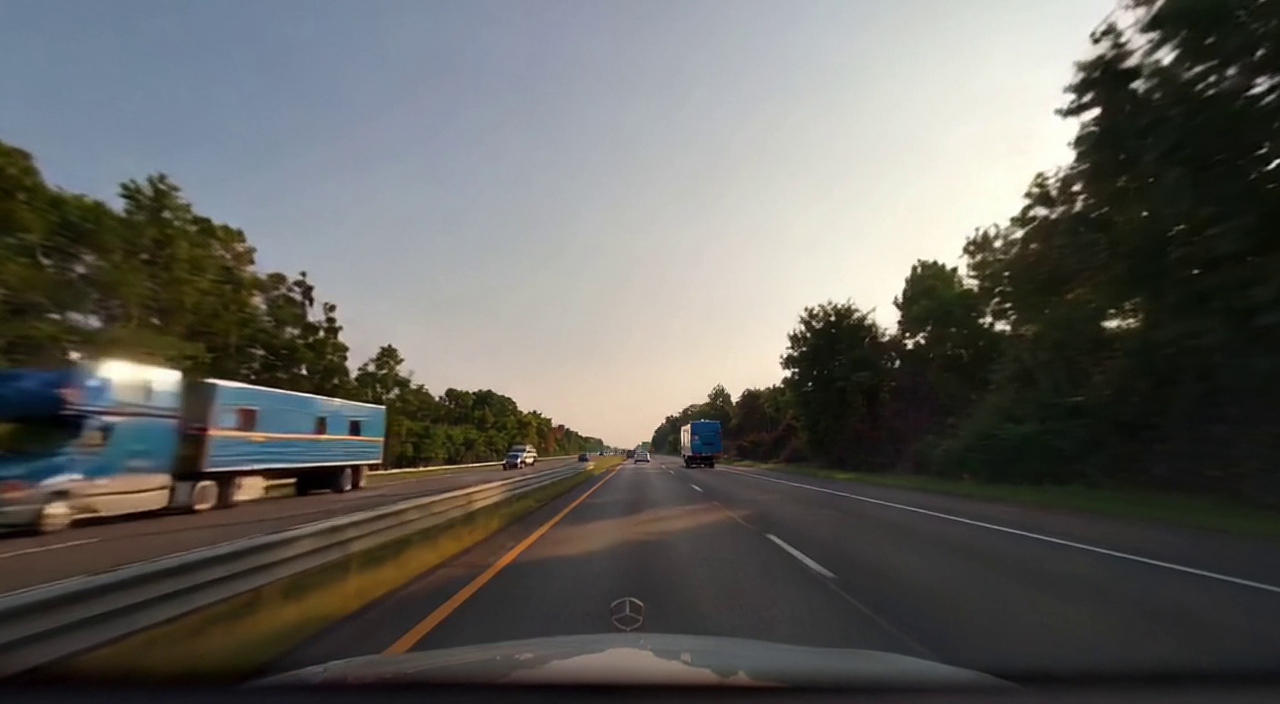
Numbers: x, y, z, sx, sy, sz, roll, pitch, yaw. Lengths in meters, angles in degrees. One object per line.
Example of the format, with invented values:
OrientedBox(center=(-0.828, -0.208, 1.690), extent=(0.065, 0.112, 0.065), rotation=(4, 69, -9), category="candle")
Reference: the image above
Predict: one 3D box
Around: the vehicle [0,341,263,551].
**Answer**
OrientedBox(center=(-12.504, 2.212, 14.955), extent=(3.069, 3.904, 6.259), rotation=(0, -9, 0), category="vehicle")

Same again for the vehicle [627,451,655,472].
OrientedBox(center=(0.078, 7.751, 44.832), extent=(1.926, 1.386, 3.615), rotation=(0, -9, 0), category="vehicle")
